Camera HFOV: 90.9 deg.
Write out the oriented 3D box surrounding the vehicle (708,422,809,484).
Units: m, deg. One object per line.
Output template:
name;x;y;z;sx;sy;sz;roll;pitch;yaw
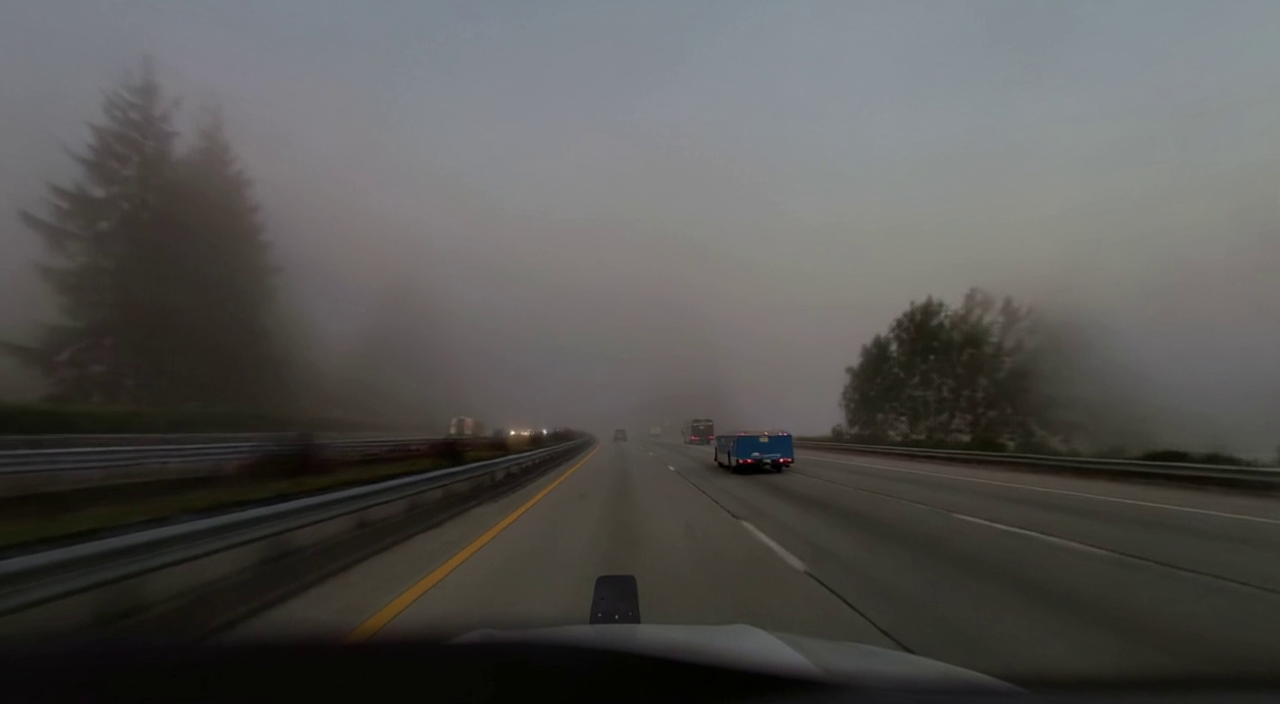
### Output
vehicle;3.246;2.861;18.144;2.002;1.569;3.845;0;-8;-3
